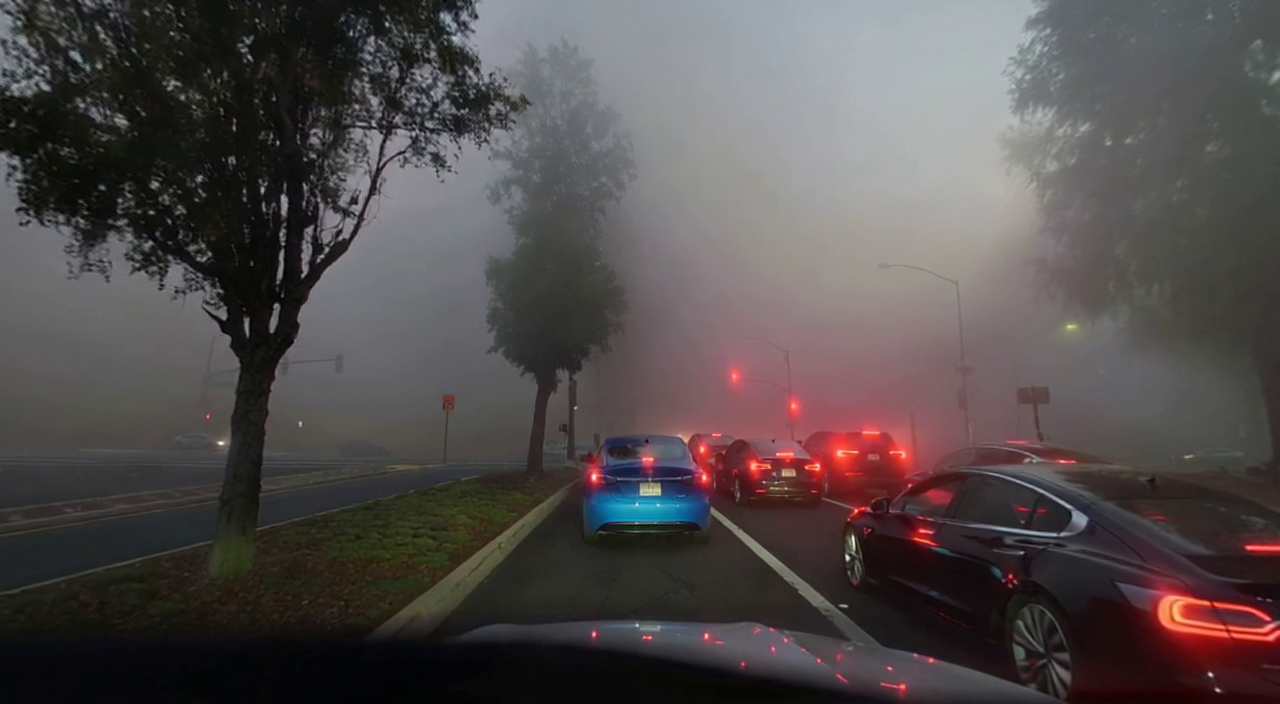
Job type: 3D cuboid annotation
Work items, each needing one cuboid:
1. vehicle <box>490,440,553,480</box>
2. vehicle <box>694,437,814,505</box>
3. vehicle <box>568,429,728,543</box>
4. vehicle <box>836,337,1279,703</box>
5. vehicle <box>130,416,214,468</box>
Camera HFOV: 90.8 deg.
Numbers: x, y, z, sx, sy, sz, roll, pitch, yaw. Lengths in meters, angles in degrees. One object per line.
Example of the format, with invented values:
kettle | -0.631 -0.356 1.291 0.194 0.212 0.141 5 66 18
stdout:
vehicle | -4.650 4.292 25.333 1.972 1.457 4.171 0 -8 -4
vehicle | 2.685 2.927 16.032 2.058 1.466 4.208 0 -8 -3
vehicle | 0.019 2.106 10.640 2.147 1.499 4.240 0 -8 -2
vehicle | 3.187 1.104 4.298 2.167 1.676 4.443 0 -8 -1
vehicle | -29.293 5.627 39.687 2.608 2.990 3.026 2 -8 2
